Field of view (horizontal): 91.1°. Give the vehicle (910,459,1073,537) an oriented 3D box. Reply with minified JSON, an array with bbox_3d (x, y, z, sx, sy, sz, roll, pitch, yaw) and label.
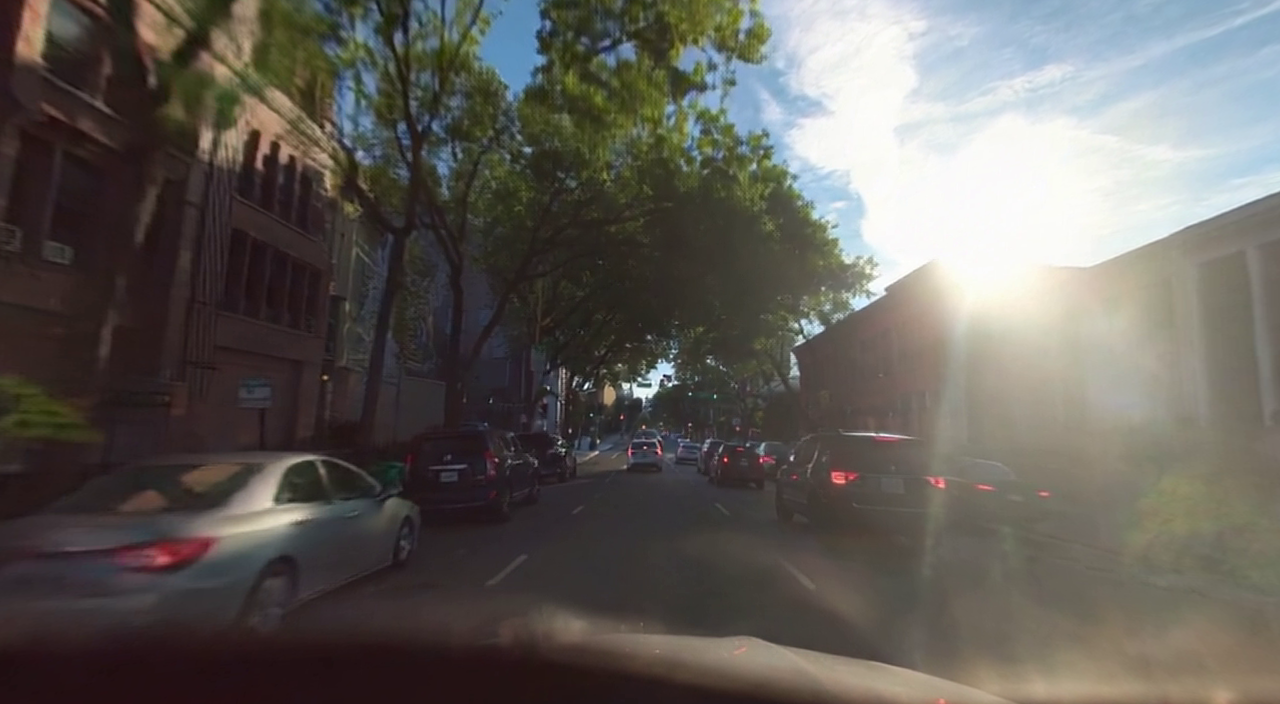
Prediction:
[{"bbox_3d":[8.982,3.712,16.553,1.893,1.663,4.257,0,-9,2],"label":"vehicle"}]

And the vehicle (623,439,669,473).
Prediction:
[{"bbox_3d":[0.281,4.807,29.254,2.007,1.460,3.923,0,-9,1],"label":"vehicle"}]

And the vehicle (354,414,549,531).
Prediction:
[{"bbox_3d":[-3.143,2.133,11.673,2.128,1.725,4.471,0,-9,1],"label":"vehicle"}]

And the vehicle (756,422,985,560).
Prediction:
[{"bbox_3d":[3.309,2.077,10.179,2.002,1.707,4.547,0,-9,0],"label":"vehicle"}]

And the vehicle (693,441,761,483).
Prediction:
[{"bbox_3d":[3.298,4.265,24.668,1.966,1.475,4.528,0,-9,0],"label":"vehicle"}]

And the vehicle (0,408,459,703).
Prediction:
[{"bbox_3d":[-3.076,1.308,4.988,1.926,1.456,4.313,0,-9,1],"label":"vehicle"}]
